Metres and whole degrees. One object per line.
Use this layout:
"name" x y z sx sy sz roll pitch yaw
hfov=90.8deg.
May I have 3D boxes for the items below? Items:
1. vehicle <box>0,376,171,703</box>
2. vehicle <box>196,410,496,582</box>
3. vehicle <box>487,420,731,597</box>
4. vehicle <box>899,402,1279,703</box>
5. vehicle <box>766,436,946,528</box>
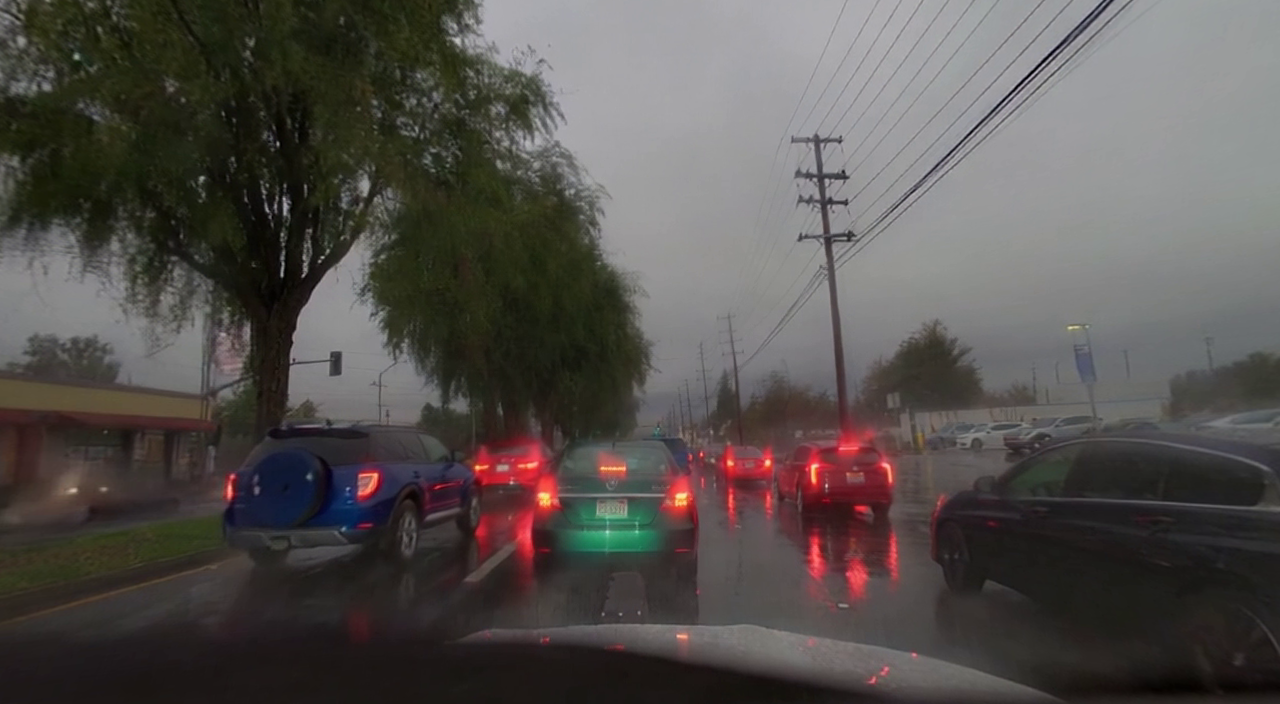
"vehicle" -2.839 0.574 0.146 1.984 1.496 4.530 0 -9 0
"vehicle" -3.419 1.750 8.485 1.979 1.697 4.254 0 -9 0
"vehicle" -0.315 1.636 7.416 2.097 1.511 3.809 0 -9 -2
"vehicle" 3.664 1.189 4.184 1.929 1.479 4.723 0 -9 1
"vehicle" 3.933 2.428 12.424 1.909 1.473 4.361 0 -9 -1
